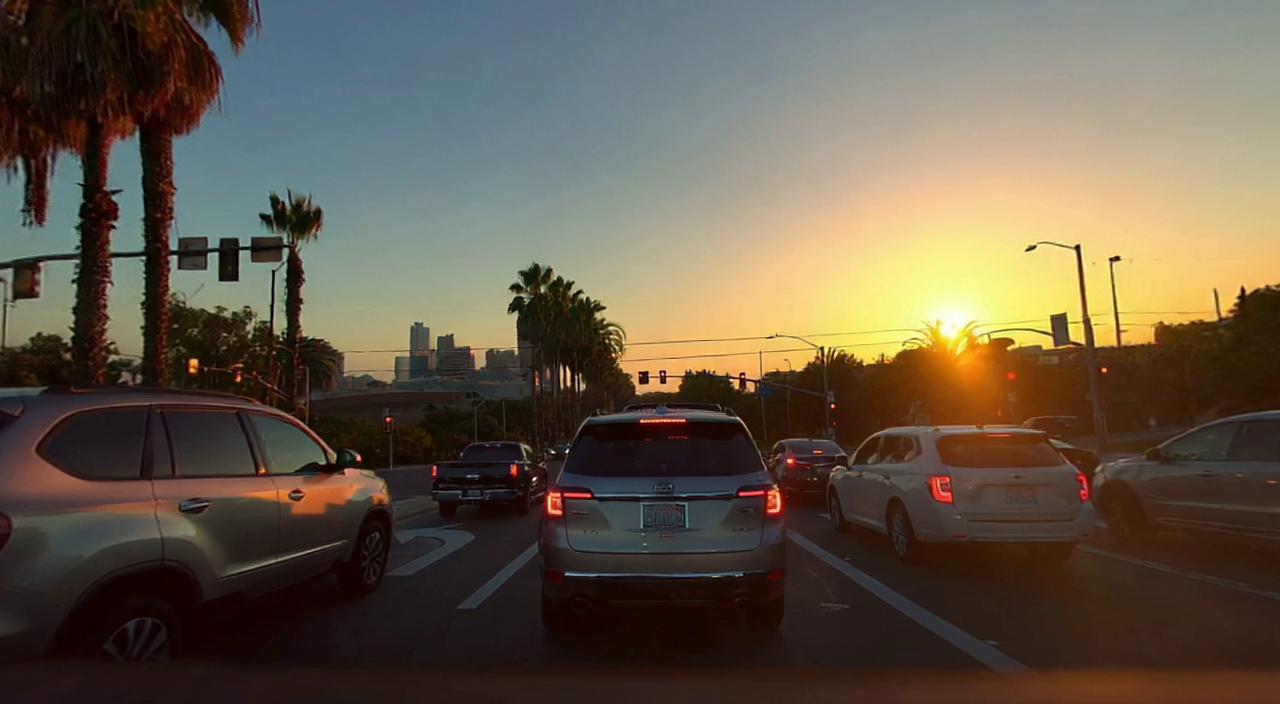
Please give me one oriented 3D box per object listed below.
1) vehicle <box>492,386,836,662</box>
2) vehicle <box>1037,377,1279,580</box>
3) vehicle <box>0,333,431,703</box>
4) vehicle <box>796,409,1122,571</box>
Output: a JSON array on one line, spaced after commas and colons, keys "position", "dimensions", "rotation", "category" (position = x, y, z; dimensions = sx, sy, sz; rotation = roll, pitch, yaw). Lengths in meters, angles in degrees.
[{"position": [0.181, 1.373, 6.044], "dimensions": [2.123, 1.704, 4.128], "rotation": [0, -9, 1], "category": "vehicle"}, {"position": [7.341, 1.339, 6.841], "dimensions": [2.337, 1.925, 5.728], "rotation": [0, -8, 1], "category": "vehicle"}, {"position": [-3.155, 1.080, 3.920], "dimensions": [2.171, 1.702, 4.416], "rotation": [0, -9, 0], "category": "vehicle"}, {"position": [4.025, 1.848, 9.295], "dimensions": [2.072, 1.704, 5.170], "rotation": [0, -9, -1], "category": "vehicle"}]
